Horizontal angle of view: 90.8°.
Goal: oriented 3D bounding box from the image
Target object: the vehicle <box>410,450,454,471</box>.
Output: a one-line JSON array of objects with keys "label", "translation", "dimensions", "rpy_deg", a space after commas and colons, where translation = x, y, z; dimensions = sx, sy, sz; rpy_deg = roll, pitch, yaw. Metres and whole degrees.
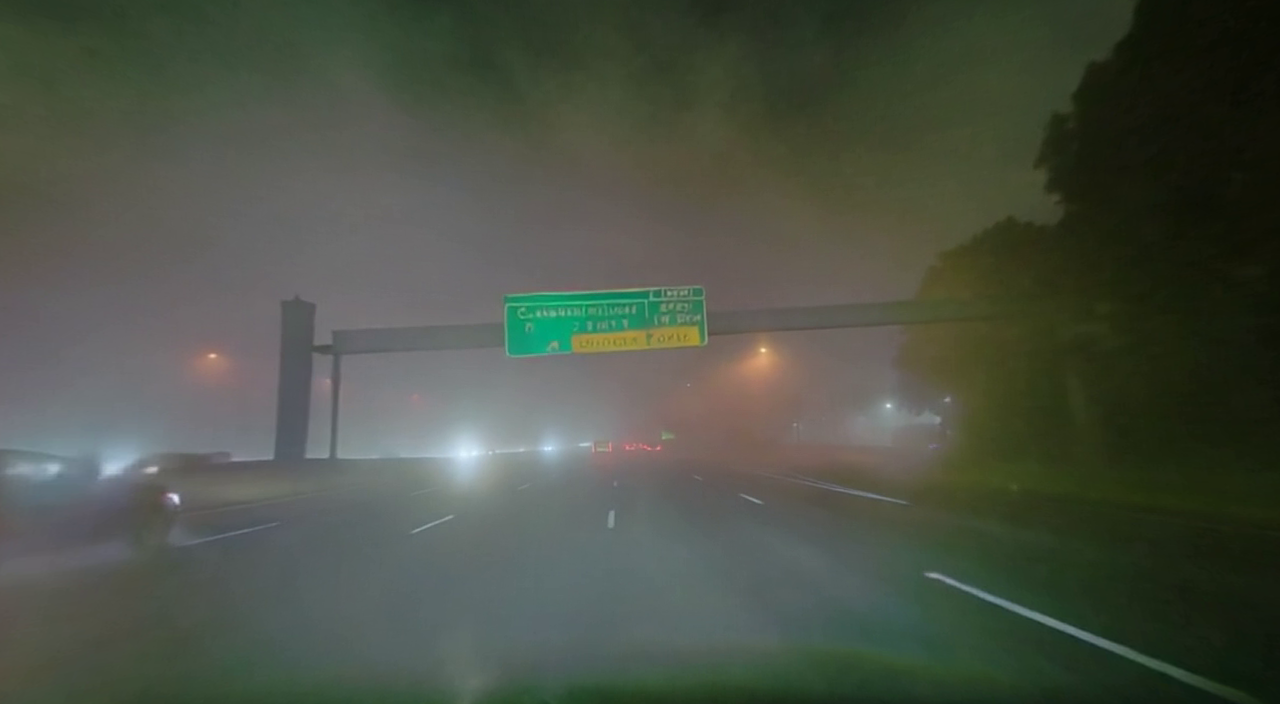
[{"label": "vehicle", "translation": [-15.235, 7.954, 46.464], "dimensions": [1.869, 1.438, 4.435], "rpy_deg": [0, -9, -2]}]

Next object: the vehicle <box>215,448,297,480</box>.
[{"label": "vehicle", "translation": [-21.726, 6.337, 35.951], "dimensions": [2.044, 1.654, 4.344], "rpy_deg": [0, -9, -2]}]

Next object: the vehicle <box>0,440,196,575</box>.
[{"label": "vehicle", "translation": [-8.298, 1.912, 8.088], "dimensions": [2.060, 1.507, 4.494], "rpy_deg": [0, -9, -2]}]
